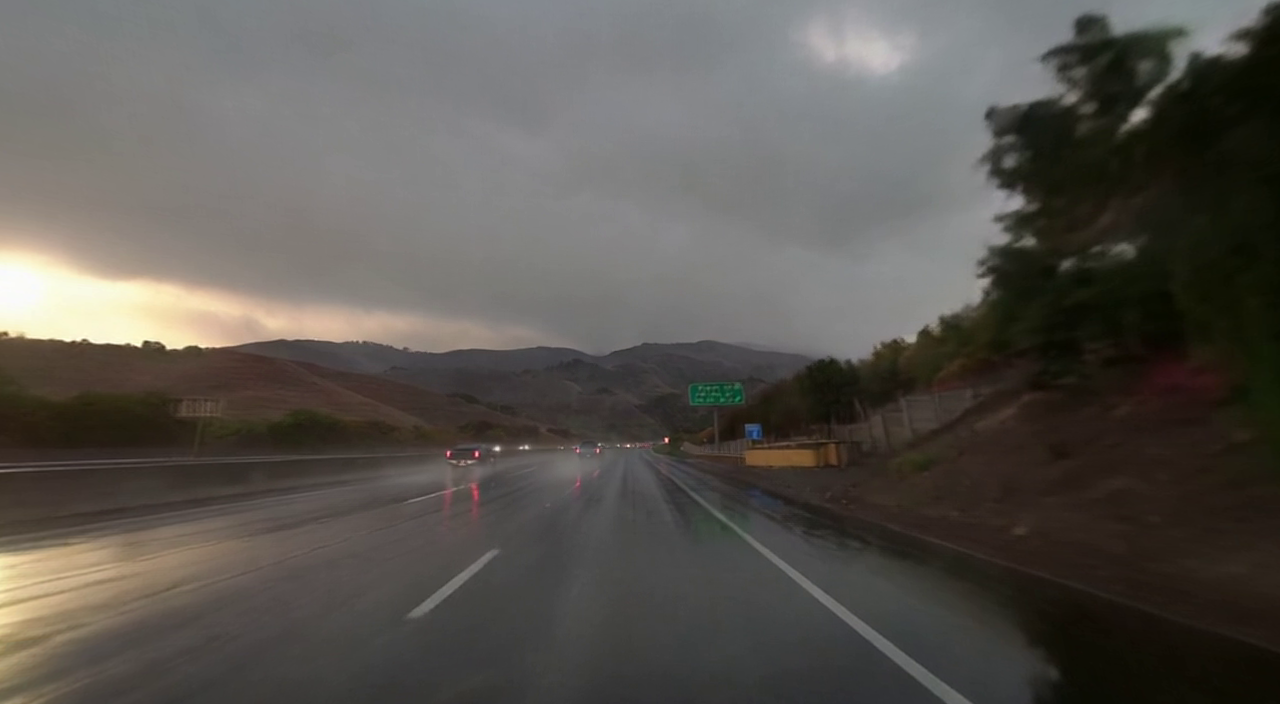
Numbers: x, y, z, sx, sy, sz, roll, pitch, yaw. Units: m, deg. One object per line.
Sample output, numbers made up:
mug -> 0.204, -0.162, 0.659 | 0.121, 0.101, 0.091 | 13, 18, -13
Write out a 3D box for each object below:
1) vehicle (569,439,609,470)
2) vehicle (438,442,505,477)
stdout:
vehicle -> -3.120, 6.349, 39.237 | 2.029, 1.753, 4.718 | 0, -9, 1
vehicle -> -7.807, 5.032, 29.793 | 1.930, 1.508, 4.567 | 0, -9, 0
